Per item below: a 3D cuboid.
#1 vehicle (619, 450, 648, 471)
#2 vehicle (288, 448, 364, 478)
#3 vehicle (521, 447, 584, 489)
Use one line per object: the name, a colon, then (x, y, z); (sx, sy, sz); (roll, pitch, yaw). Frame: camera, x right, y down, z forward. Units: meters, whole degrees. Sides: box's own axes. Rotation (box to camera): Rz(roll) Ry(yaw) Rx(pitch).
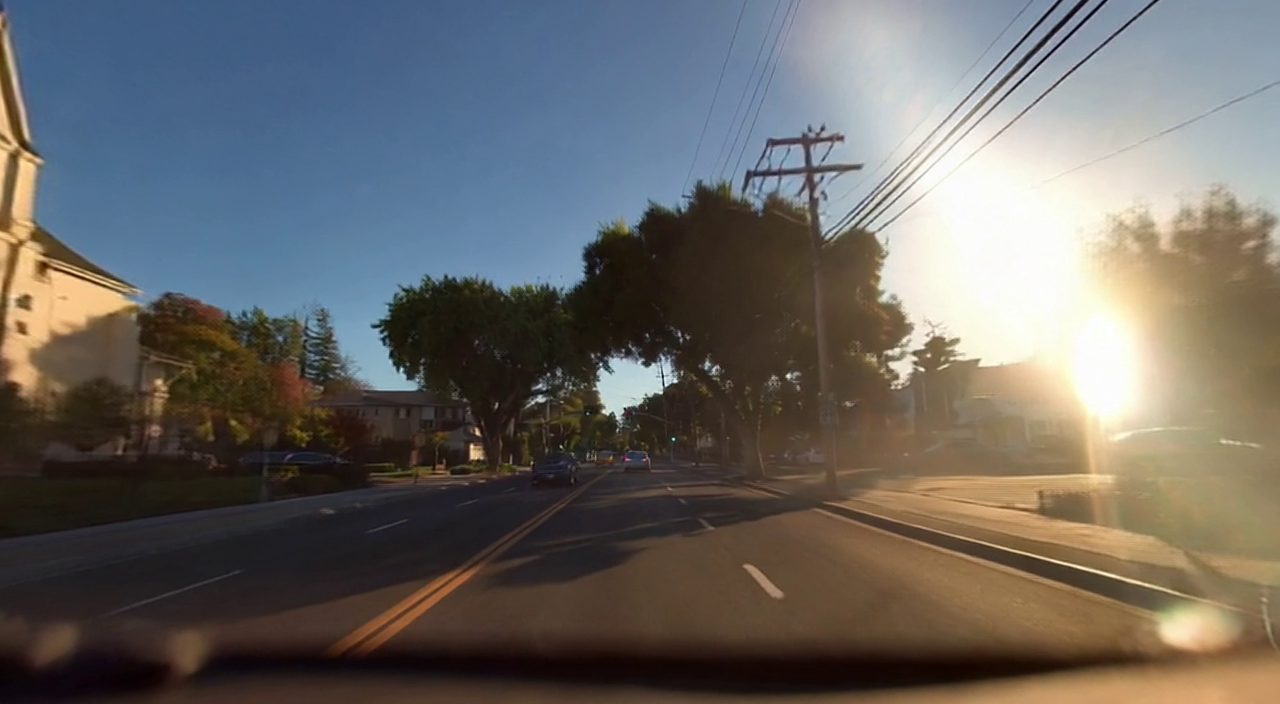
vehicle: (-0.507, 8.146, 47.362); (2.093, 1.497, 4.010); (0, -9, -1)
vehicle: (-20.038, 7.032, 40.149); (4.611, 1.837, 2.140); (-5, -10, 32)
vehicle: (-3.662, 4.963, 27.219); (2.017, 1.634, 4.479); (0, -9, 1)
